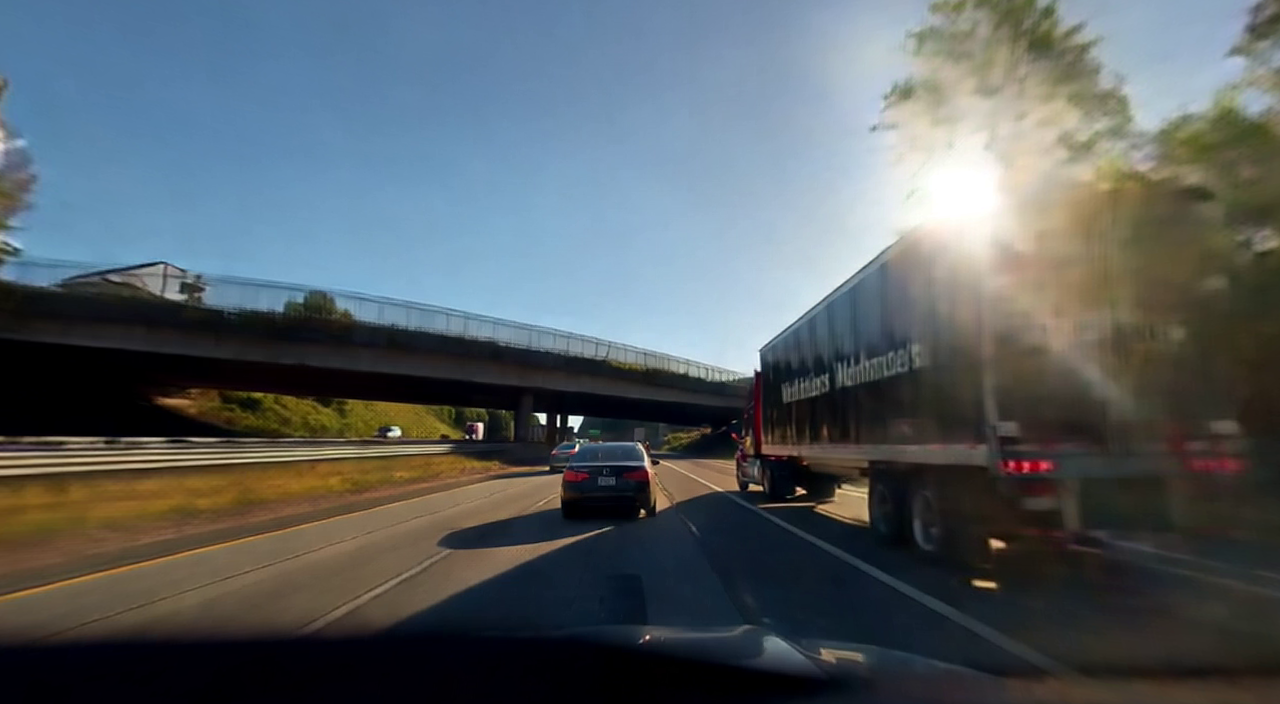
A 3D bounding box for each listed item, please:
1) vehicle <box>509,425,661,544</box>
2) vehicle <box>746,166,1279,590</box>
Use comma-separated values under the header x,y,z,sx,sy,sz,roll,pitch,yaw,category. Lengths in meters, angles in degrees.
x,y,z,sx,sy,sz,roll,pitch,yaw,category
-0.741,2.076,10.396,2.038,1.582,3.729,0,-9,0,vehicle
4.856,1.213,12.925,2.825,4.043,14.051,0,-9,0,vehicle
